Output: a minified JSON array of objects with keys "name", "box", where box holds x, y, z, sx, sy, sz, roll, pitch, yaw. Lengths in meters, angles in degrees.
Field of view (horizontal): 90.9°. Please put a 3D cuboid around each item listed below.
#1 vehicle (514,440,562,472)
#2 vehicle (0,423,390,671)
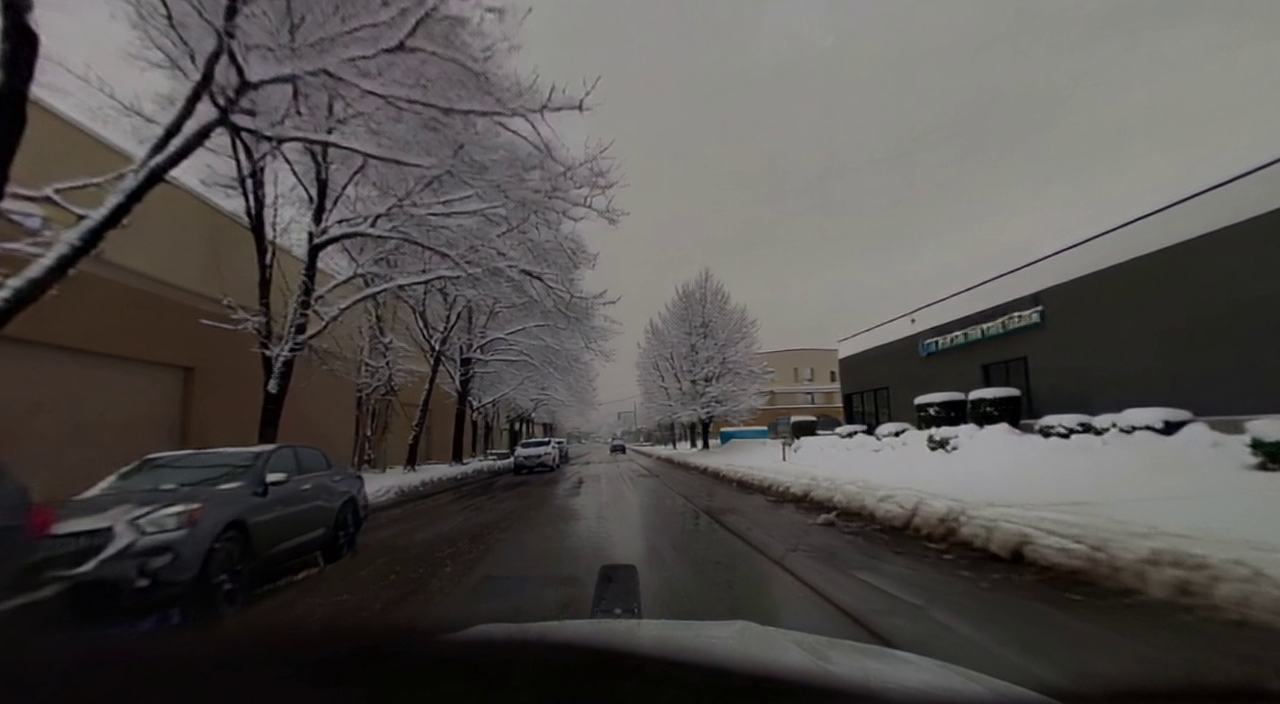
[{"name":"vehicle","box":[-5.600,5.768,35.044,2.040,1.501,4.440,-4,-9,-2]},{"name":"vehicle","box":[-4.268,1.607,6.420,1.912,1.628,4.233,-1,-8,-3]}]
